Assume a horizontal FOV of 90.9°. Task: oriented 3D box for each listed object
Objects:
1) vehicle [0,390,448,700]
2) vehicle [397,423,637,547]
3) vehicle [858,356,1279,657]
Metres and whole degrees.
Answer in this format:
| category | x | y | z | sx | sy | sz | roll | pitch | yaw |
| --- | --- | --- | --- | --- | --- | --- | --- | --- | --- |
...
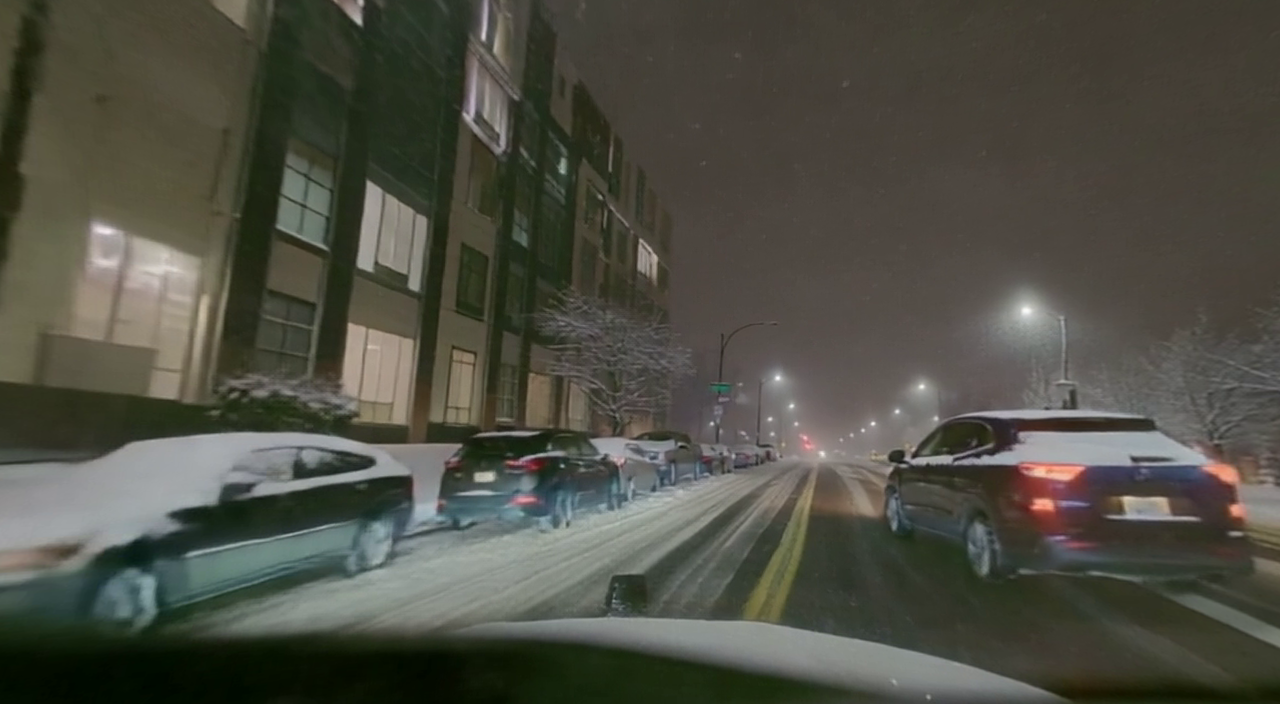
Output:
| category | x | y | z | sx | sy | sz | roll | pitch | yaw |
| --- | --- | --- | --- | --- | --- | --- | --- | --- | --- |
| vehicle | -3.787 | 1.367 | 5.616 | 1.922 | 1.628 | 4.291 | -3 | -9 | 15 |
| vehicle | -1.779 | 2.187 | 11.131 | 2.179 | 1.658 | 4.765 | -3 | -9 | 16 |
| vehicle | 4.327 | 1.424 | 7.046 | 2.411 | 1.899 | 5.993 | -1 | -9 | 8 |
